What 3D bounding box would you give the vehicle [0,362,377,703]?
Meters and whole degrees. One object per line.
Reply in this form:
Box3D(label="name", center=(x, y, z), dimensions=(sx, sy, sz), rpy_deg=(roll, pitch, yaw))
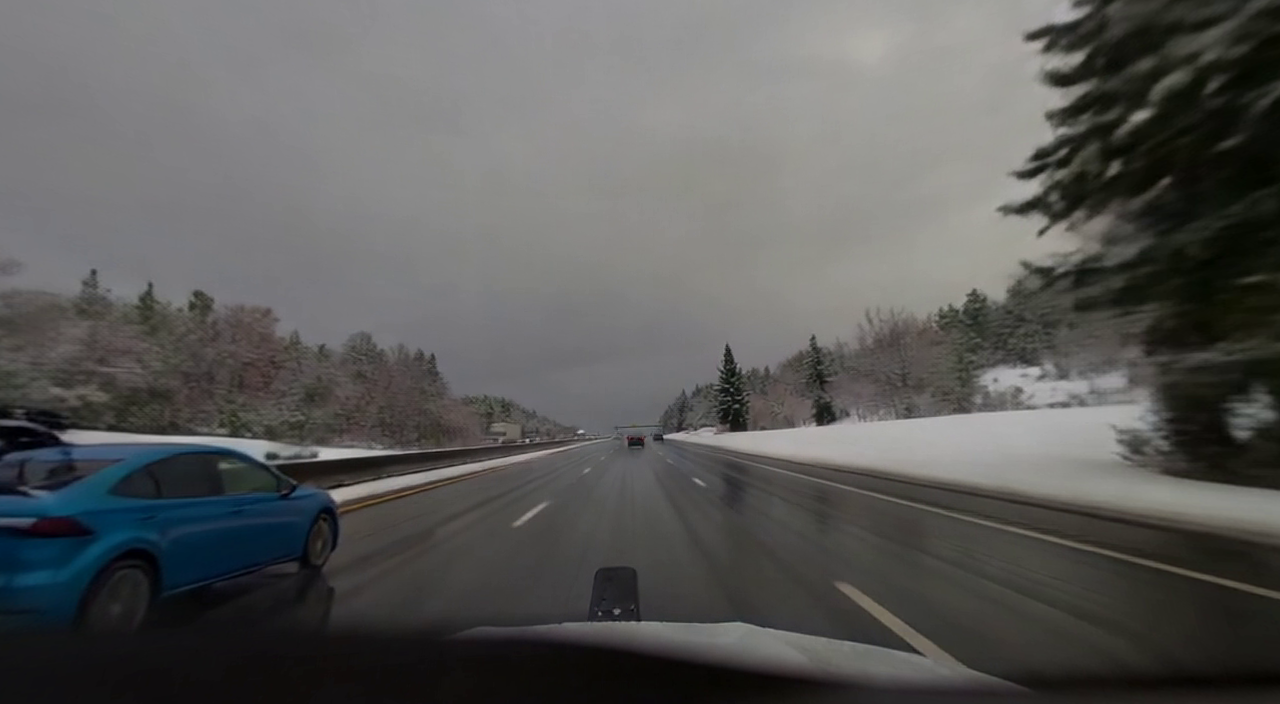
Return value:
Box3D(label="vehicle", center=(-4.028, 1.151, 4.945), dimensions=(2.064, 1.647, 4.381), rpy_deg=(0, -8, -1))
